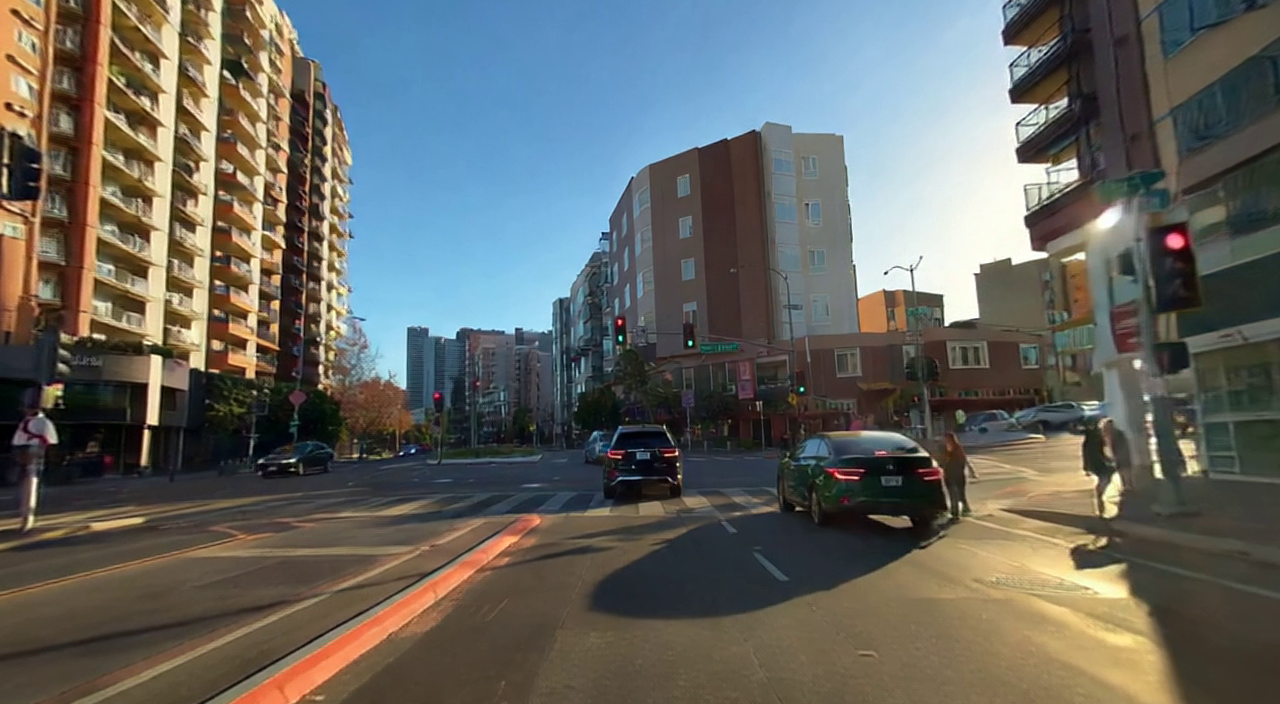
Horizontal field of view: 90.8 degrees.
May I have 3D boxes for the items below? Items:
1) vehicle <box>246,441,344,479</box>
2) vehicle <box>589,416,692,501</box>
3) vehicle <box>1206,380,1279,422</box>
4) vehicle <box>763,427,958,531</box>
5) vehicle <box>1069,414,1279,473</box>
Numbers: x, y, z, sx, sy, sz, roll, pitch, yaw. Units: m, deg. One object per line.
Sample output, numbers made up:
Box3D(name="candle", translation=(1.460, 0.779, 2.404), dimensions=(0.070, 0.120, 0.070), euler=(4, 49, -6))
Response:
Box3D(name="vehicle", translation=(-16.816, 5.261, 31.150), dimensions=(2.132, 1.710, 4.504), euler=(0, -9, 2))
Box3D(name="vehicle", translation=(0.071, 2.570, 15.475), dimensions=(2.168, 1.776, 4.135), euler=(0, -9, 2))
Box3D(name="vehicle", translation=(26.630, 2.064, 26.327), dimensions=(4.287, 1.639, 1.729), euler=(0, -9, 1))
Box3D(name="vehicle", translation=(3.745, 2.242, 11.745), dimensions=(1.987, 1.538, 4.510), euler=(0, -9, 0))
Box3D(name="vehicle", translation=(14.231, 2.419, 16.715), dimensions=(4.354, 1.466, 1.863), euler=(0, -9, 1))
